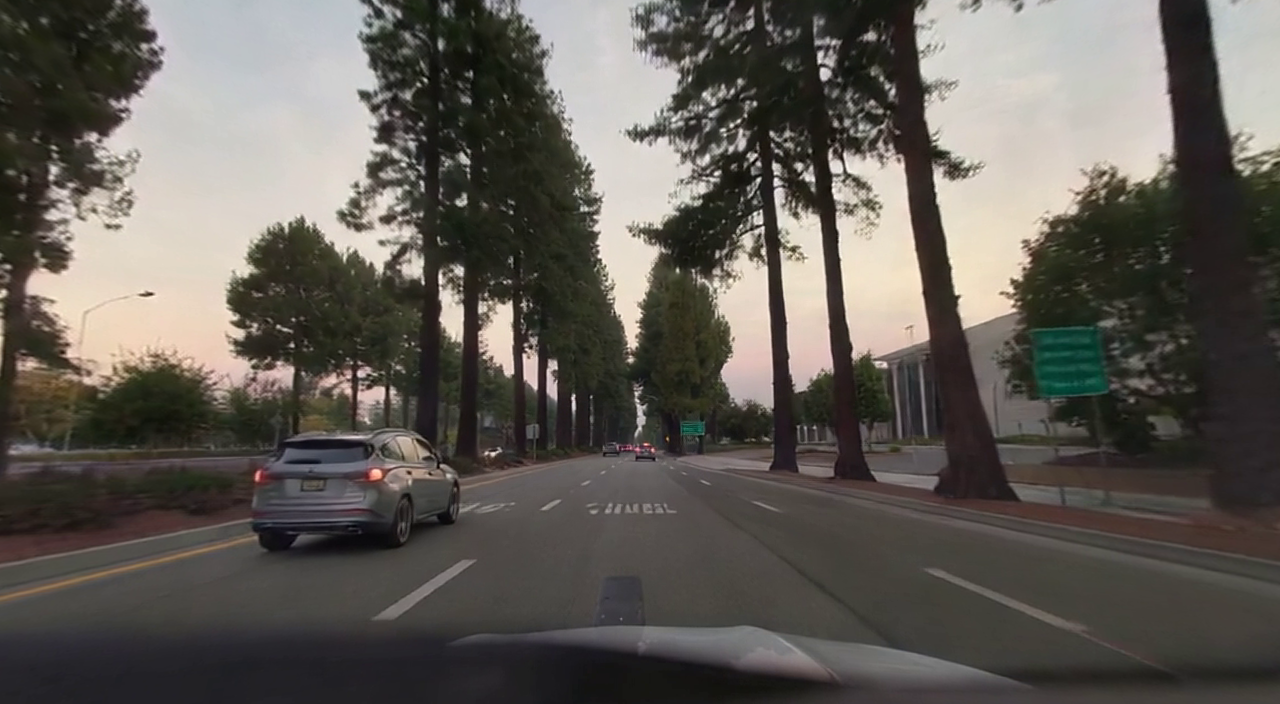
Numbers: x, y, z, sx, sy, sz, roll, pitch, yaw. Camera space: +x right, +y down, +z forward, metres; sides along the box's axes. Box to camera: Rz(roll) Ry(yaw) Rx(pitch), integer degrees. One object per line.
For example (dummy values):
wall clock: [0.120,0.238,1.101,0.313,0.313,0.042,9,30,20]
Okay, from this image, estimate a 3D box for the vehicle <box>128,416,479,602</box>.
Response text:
vehicle: [-3.464,1.676,7.643,1.942,1.588,4.172,0,-9,0]
